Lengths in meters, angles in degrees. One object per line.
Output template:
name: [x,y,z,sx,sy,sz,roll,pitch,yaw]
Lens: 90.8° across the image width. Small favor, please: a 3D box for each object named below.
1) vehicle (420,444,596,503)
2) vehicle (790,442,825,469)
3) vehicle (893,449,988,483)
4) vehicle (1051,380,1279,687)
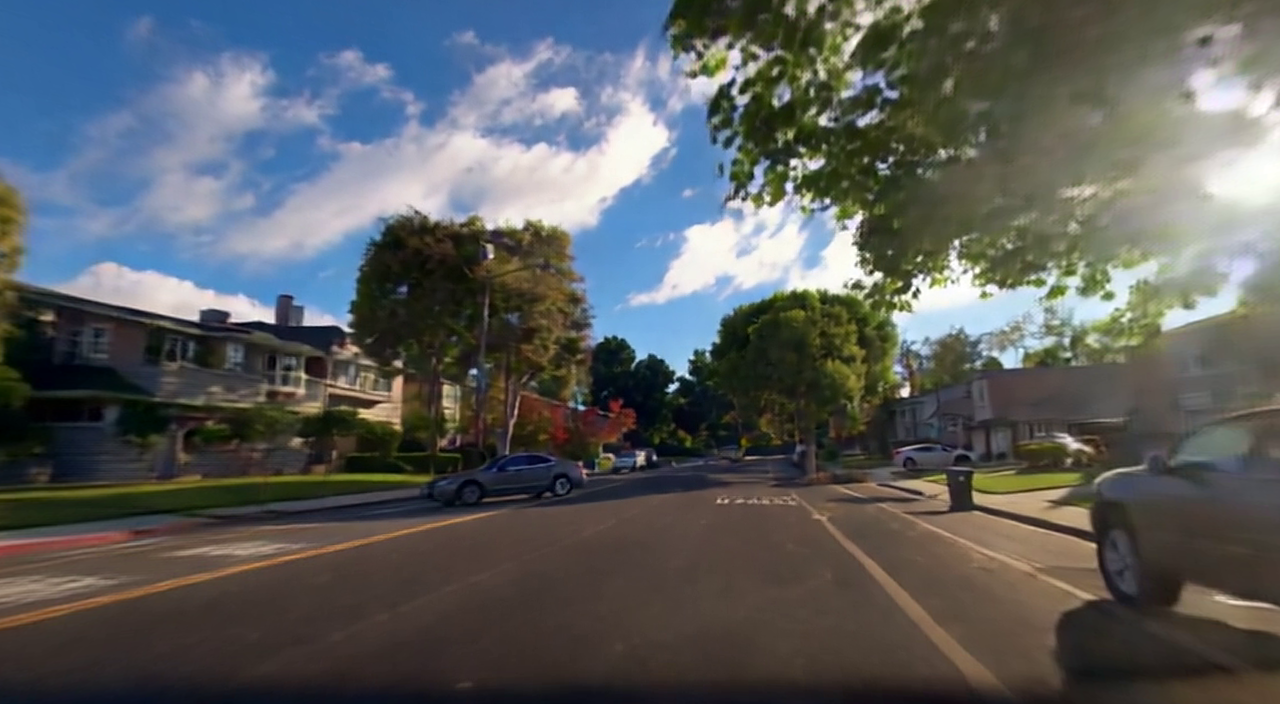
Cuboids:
vehicle: [-3.858,3.488,18.529,4.750,1.559,1.928,3,-9,-22]
vehicle: [12.652,7.850,47.987,2.051,1.925,4.625,-1,-9,9]
vehicle: [17.835,6.751,37.740,4.733,1.843,2.005,-1,-8,11]
vehicle: [5.114,1.196,4.397,2.154,1.855,4.689,-2,-9,12]
